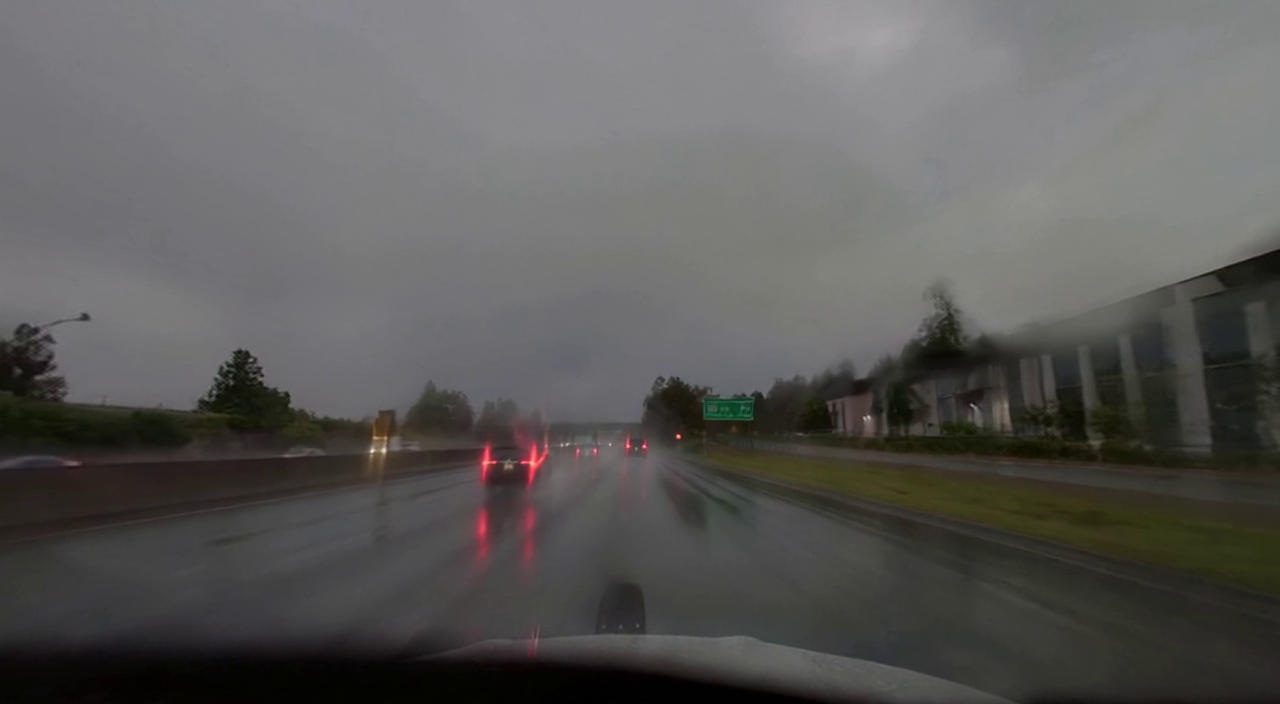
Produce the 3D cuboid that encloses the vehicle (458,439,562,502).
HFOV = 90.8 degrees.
[{"bbox_3d":[-3.342,3.126,17.056,1.920,1.463,4.134,0,-9,0],"label":"vehicle"}]
